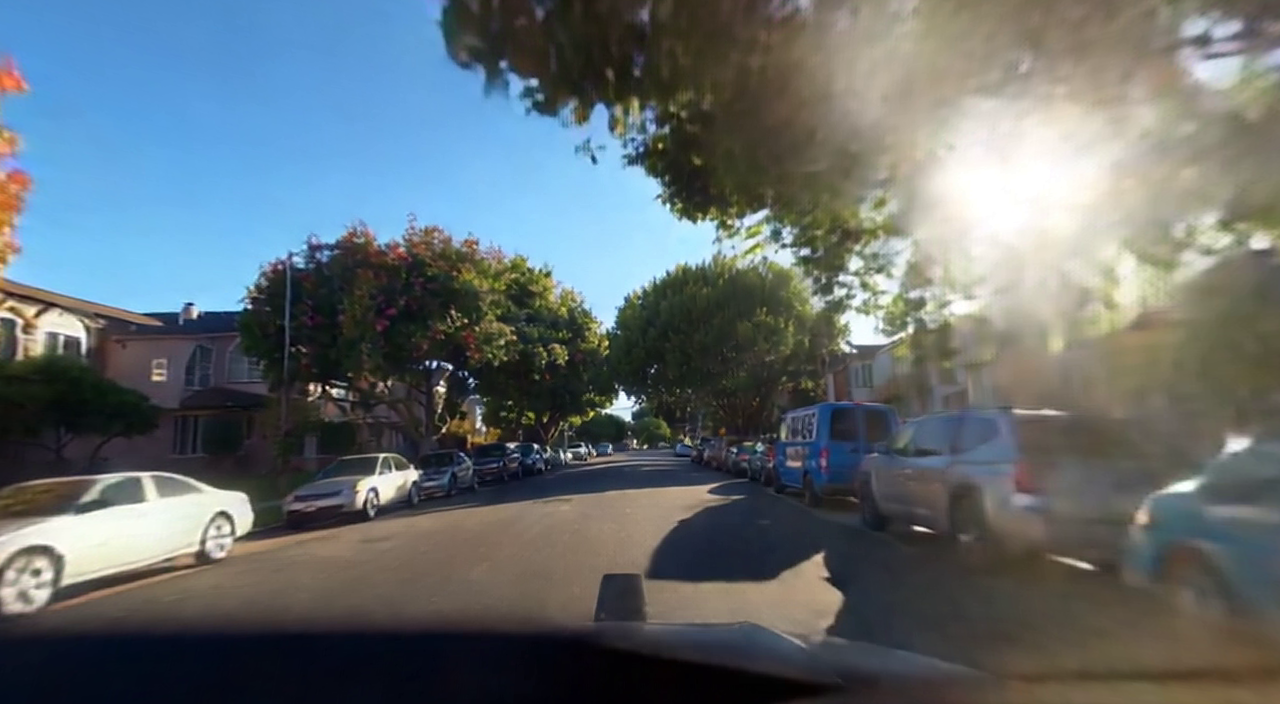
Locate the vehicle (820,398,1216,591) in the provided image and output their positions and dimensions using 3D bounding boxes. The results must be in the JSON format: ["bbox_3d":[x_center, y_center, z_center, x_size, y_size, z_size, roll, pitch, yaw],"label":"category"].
[{"bbox_3d":[4.359,1.763,8.923,1.907,1.768,6.059,0,-8,1],"label":"vehicle"}]

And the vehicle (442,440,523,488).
[{"bbox_3d":[-6.689,4.800,27.574,2.162,1.846,5.426,0,-8,0],"label":"vehicle"}]

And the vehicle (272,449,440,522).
[{"bbox_3d":[-6.694,3.158,15.631,1.869,1.467,4.921,0,-9,0],"label":"vehicle"}]

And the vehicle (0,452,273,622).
[{"bbox_3d":[-6.671,2.043,7.903,1.731,1.423,4.504,-2,-8,-4],"label":"vehicle"}]

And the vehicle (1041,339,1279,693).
[{"bbox_3d":[4.483,0.744,2.497,2.072,1.883,5.576,0,-8,0],"label":"vehicle"}]

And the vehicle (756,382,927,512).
[{"bbox_3d":[4.644,2.361,15.841,2.178,2.656,5.712,0,-9,-2],"label":"vehicle"}]
